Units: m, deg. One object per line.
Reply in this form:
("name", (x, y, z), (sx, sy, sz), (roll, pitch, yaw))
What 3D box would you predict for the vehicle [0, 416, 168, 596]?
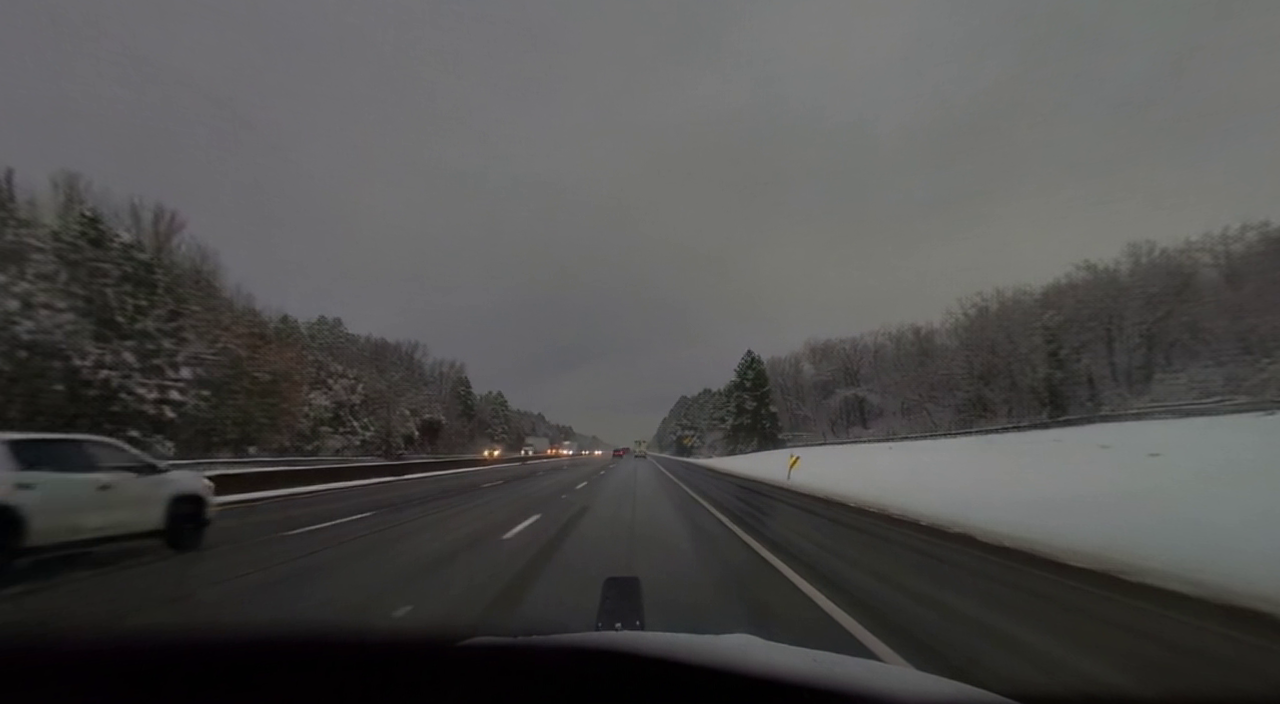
("vehicle", (-7.047, 1.427, 5.787), (2.115, 1.664, 4.259), (0, -9, 0))
